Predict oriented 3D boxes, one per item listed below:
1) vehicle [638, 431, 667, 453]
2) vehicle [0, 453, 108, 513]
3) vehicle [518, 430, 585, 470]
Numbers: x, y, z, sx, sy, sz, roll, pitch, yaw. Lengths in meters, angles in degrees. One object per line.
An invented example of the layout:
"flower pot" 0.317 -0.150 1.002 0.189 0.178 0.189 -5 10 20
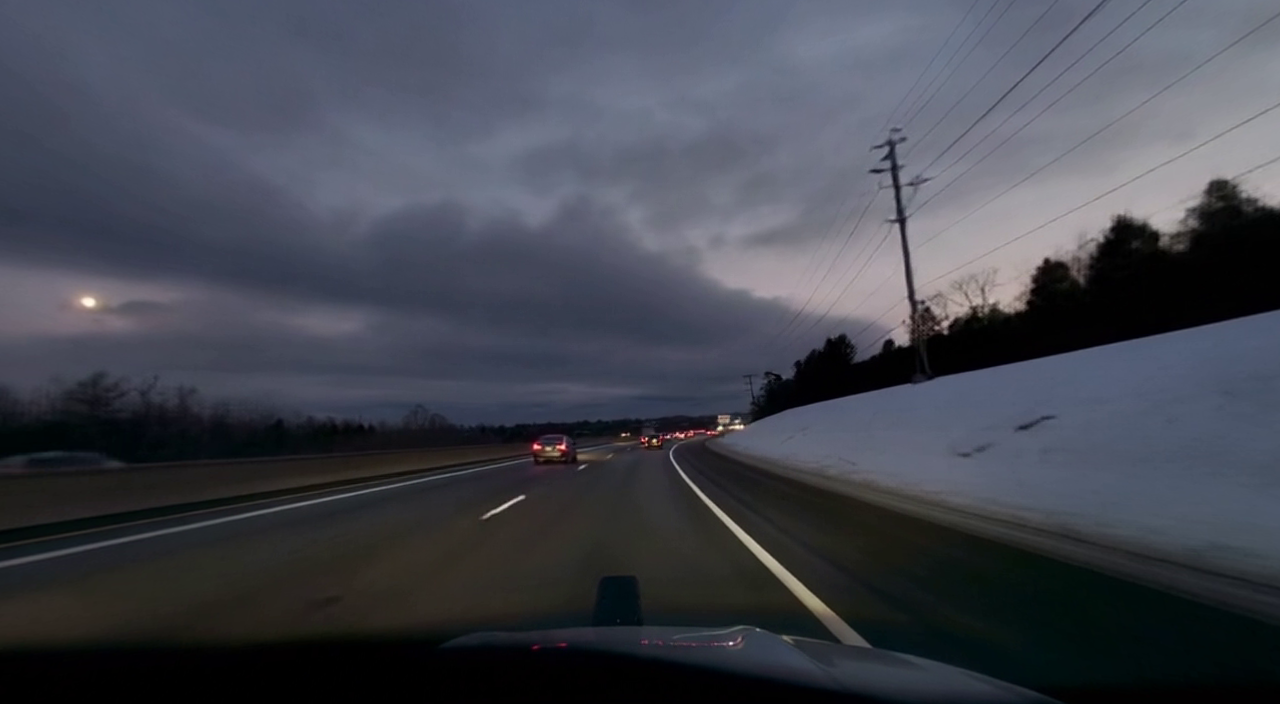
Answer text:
"vehicle" 0.971 6.802 47.573 2.077 1.523 4.206 0 -8 3
"vehicle" -18.519 3.789 18.350 1.912 1.514 4.589 0 -8 0
"vehicle" -3.551 4.002 26.005 2.030 1.522 4.250 0 -8 2
